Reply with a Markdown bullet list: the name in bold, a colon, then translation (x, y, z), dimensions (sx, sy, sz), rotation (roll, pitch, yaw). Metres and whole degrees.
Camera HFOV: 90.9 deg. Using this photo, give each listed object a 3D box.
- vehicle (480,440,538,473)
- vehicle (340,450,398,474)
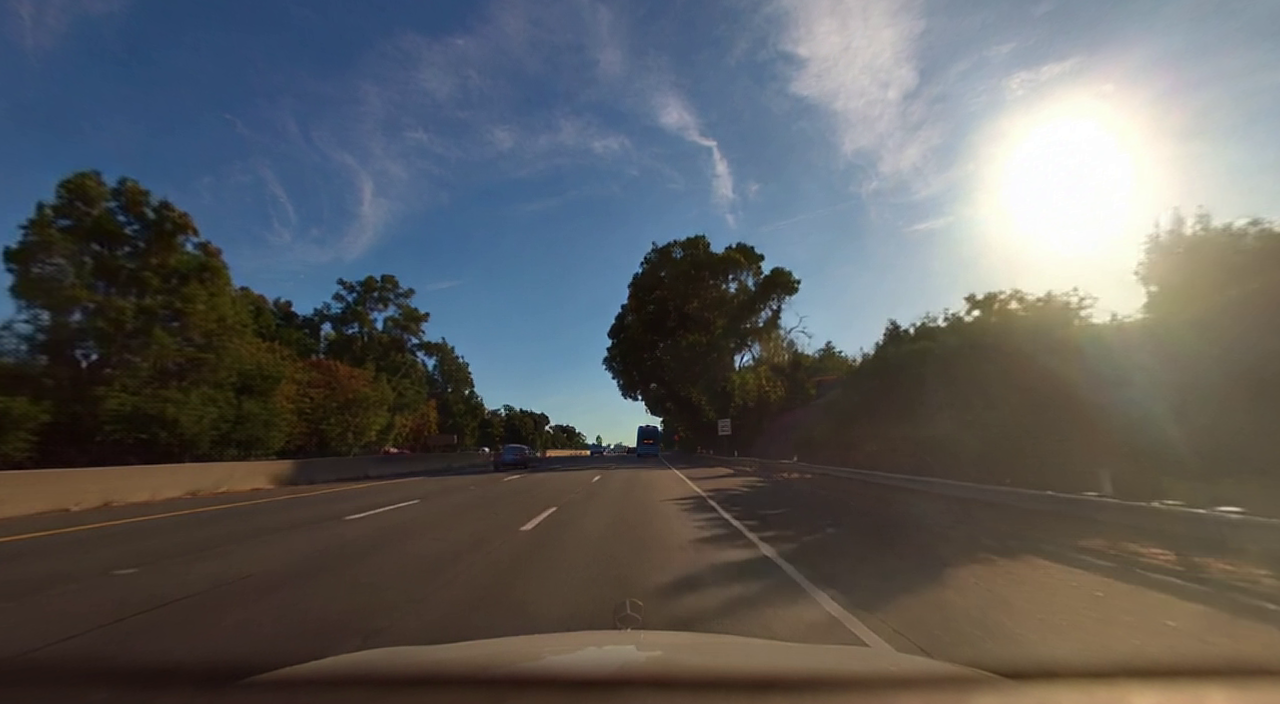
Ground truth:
- **vehicle**: translation (-7.073, 5.682, 34.507), dimensions (2.080, 1.674, 4.660), rotation (0, -8, 1)
- **vehicle**: translation (-17.622, 7.141, 41.252), dimensions (1.785, 1.448, 4.517), rotation (0, -8, 1)
